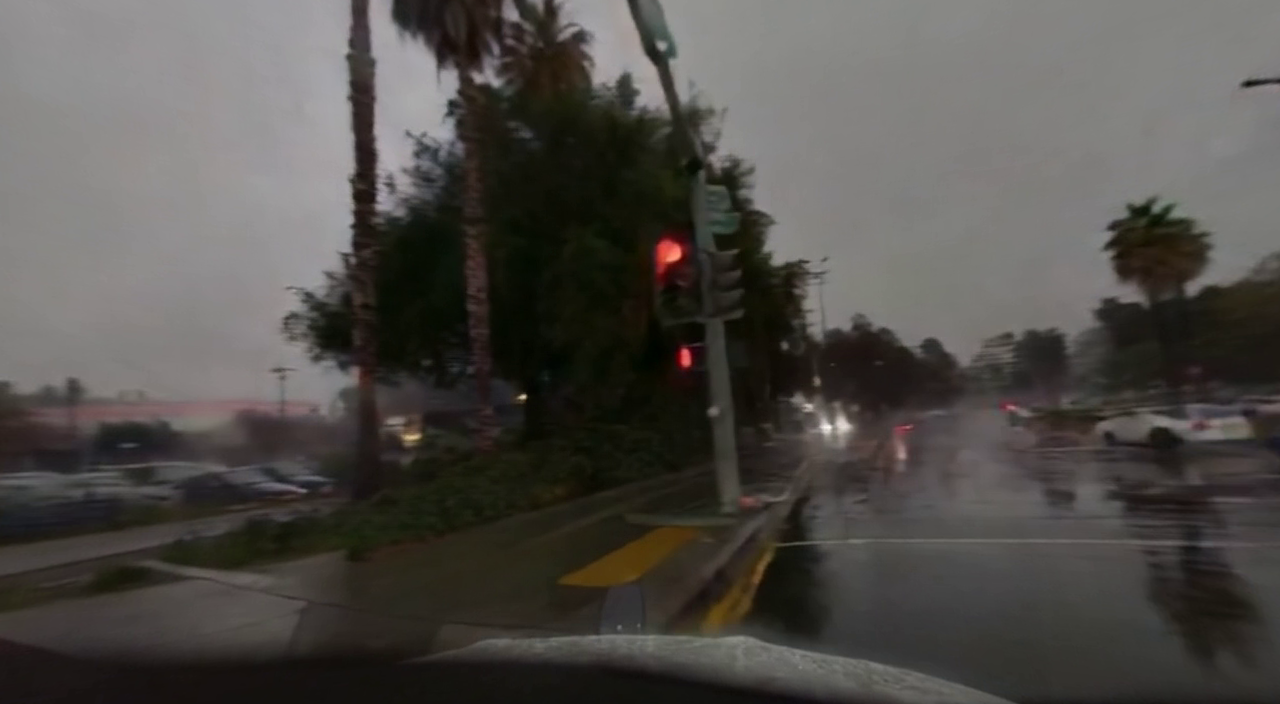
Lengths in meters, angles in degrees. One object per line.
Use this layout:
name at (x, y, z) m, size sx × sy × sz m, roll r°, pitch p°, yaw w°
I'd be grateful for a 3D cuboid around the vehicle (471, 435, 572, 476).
vehicle at (-5.538, 4.777, 29.465) m, size 4.286 × 1.569 × 2.068 m, roll -4°, pitch -4°, yaw 29°

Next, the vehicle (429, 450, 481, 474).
vehicle at (-12.312, 7.339, 42.296) m, size 1.787 × 1.464 × 3.877 m, roll -3°, pitch -9°, yaw 10°

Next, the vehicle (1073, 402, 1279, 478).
vehicle at (12.612, 2.106, 14.994) m, size 2.068 × 1.509 × 4.687 m, roll -2°, pitch -8°, yaw 11°

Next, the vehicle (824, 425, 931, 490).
vehicle at (6.365, 2.865, 17.481) m, size 1.951 × 1.546 × 4.597 m, roll -2°, pitch -8°, yaw 11°

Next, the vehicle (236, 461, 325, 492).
vehicle at (-20.200, 6.988, 35.686) m, size 1.997 × 1.459 × 4.199 m, roll -2°, pitch -8°, yaw 12°

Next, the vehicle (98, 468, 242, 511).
vehicle at (-19.049, 5.561, 25.911) m, size 2.085 × 1.398 × 4.355 m, roll -2°, pitch -9°, yaw 12°

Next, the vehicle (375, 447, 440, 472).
vehicle at (-15.383, 7.156, 42.012) m, size 1.992 × 1.533 × 4.178 m, roll -3°, pitch -10°, yaw 15°

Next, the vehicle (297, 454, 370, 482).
vehicle at (-20.203, 7.624, 41.831) m, size 1.867 × 1.433 × 4.377 m, roll 8°, pitch -7°, yaw 12°
